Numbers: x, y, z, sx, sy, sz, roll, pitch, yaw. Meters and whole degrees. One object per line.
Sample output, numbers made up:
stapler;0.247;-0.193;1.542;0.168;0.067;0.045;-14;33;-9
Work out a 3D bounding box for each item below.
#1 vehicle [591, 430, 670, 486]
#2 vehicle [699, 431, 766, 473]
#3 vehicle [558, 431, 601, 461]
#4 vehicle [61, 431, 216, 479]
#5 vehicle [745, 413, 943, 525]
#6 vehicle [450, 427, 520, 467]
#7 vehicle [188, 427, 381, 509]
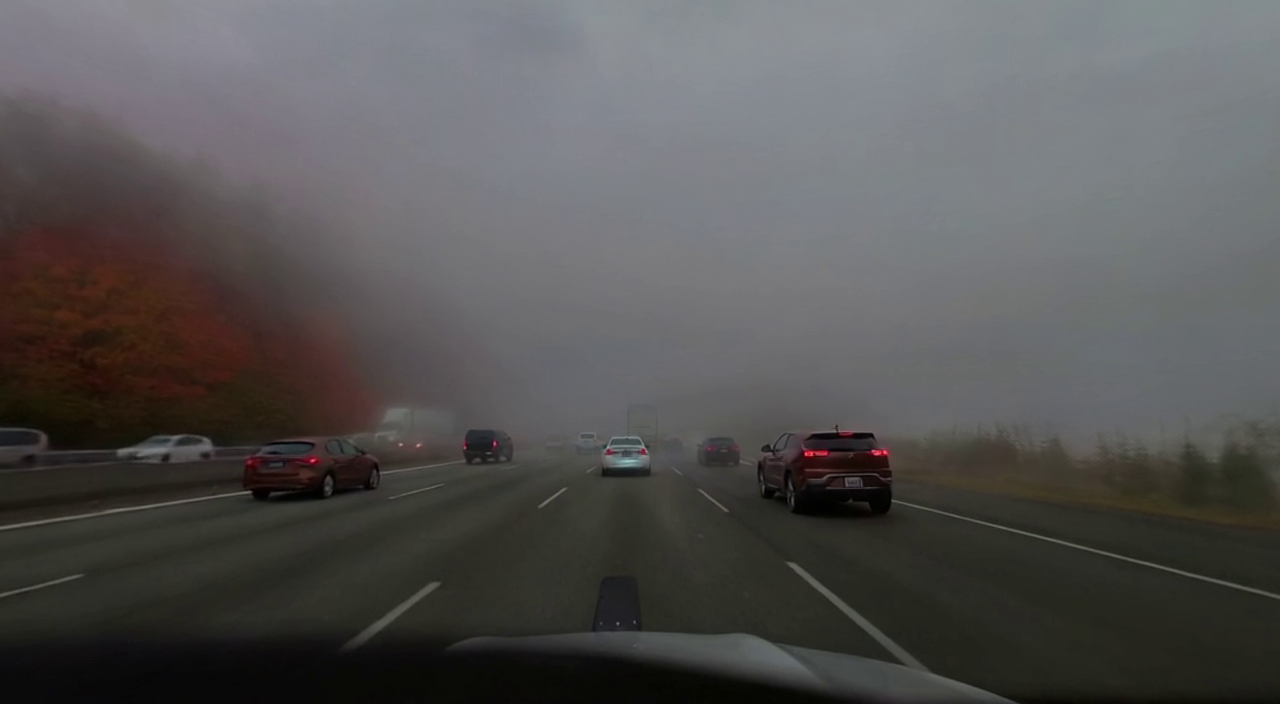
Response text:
vehicle;-0.287;3.136;19.078;2.111;1.494;4.364;0;-8;-1
vehicle;3.595;3.974;25.270;1.972;1.516;4.514;0;-8;0
vehicle;-3.589;5.650;37.996;2.064;1.672;4.277;0;-8;1
vehicle;-18.991;3.901;24.173;2.026;1.629;4.766;0;-8;0
vehicle;3.402;2.037;11.561;2.095;1.650;4.331;0;-8;-1
vehicle;-7.489;4.621;30.916;2.117;1.779;4.745;0;-8;1
vehicle;-7.509;2.445;13.839;1.934;1.526;3.966;0;-8;0
